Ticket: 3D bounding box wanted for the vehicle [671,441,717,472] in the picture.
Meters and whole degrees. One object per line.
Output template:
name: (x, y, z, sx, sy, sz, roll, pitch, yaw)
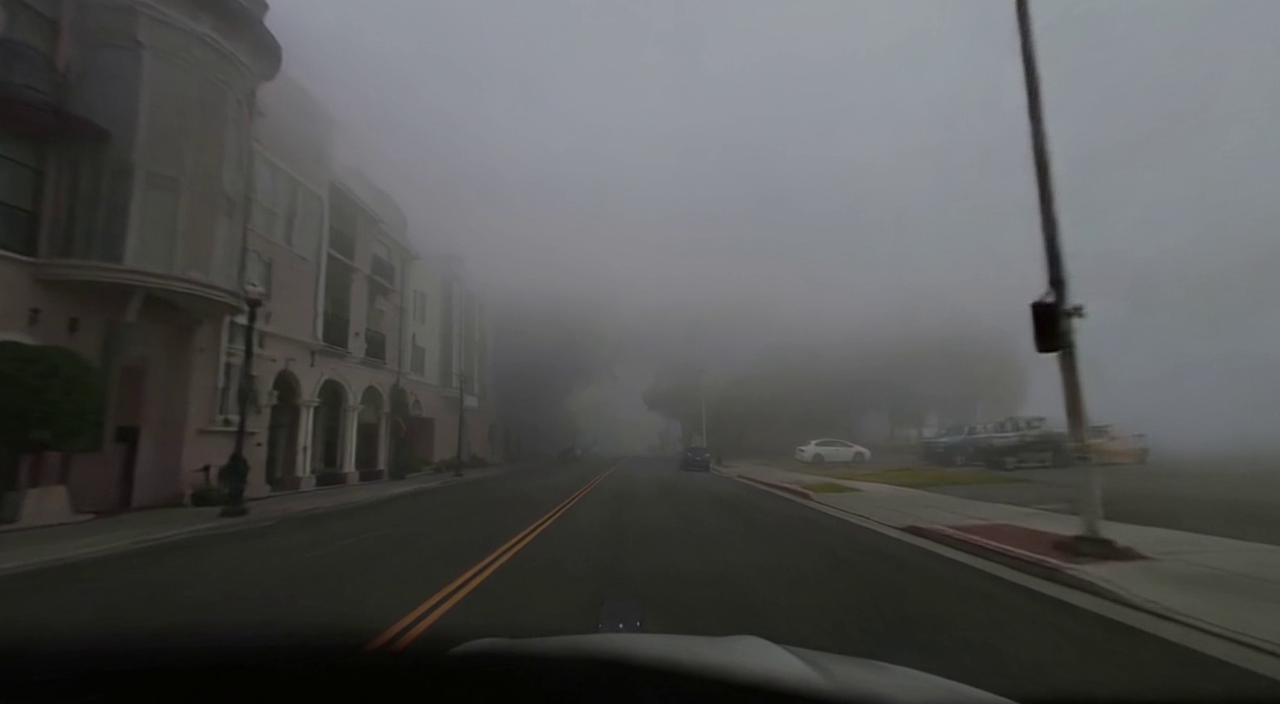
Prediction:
vehicle: (2.853, 5.648, 34.317, 1.985, 1.543, 4.112, 0, -8, -2)
